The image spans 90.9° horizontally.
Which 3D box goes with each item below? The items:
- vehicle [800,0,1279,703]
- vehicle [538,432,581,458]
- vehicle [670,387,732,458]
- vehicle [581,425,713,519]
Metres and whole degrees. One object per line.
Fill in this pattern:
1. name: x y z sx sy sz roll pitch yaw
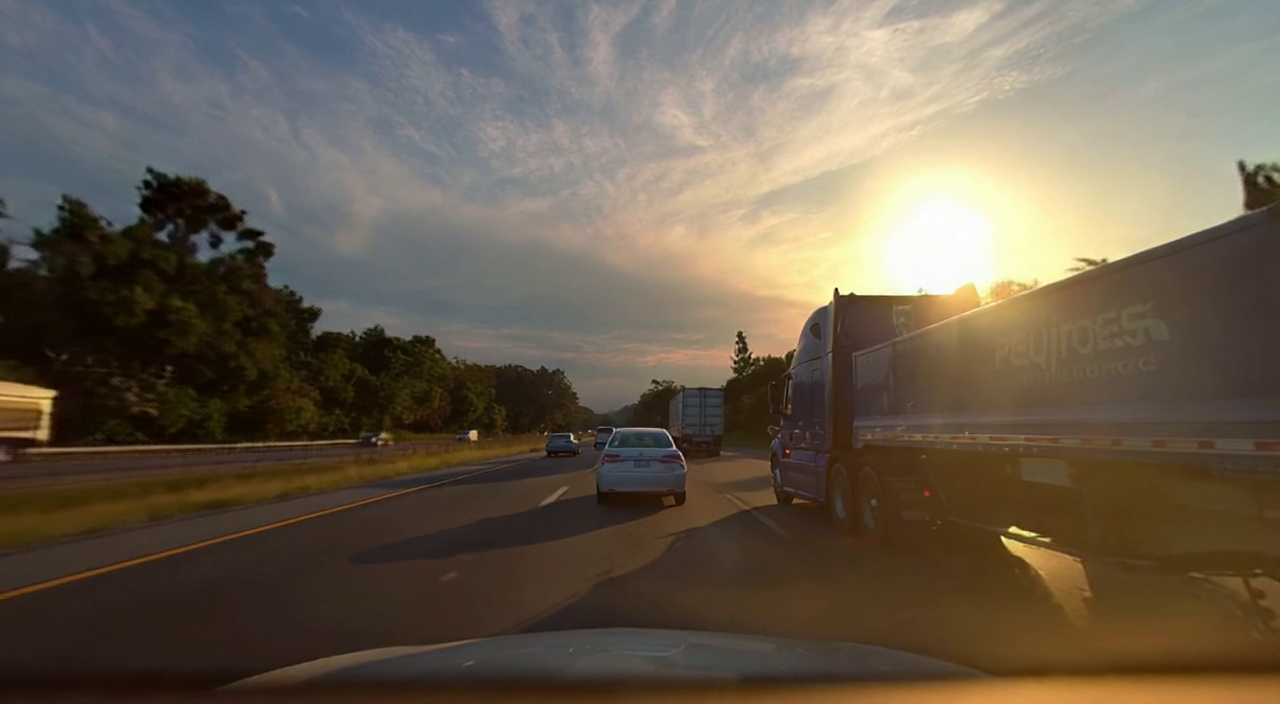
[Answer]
1. vehicle: 4.138 -0.240 3.343 2.816 4.070 14.136 0 -8 0
2. vehicle: -4.717 5.477 37.399 1.983 1.434 4.451 0 -8 0
3. vehicle: 3.827 4.971 43.278 2.869 4.067 13.731 0 -8 0
4. vehicle: 0.079 2.089 11.543 2.021 1.435 3.611 0 -8 -1
